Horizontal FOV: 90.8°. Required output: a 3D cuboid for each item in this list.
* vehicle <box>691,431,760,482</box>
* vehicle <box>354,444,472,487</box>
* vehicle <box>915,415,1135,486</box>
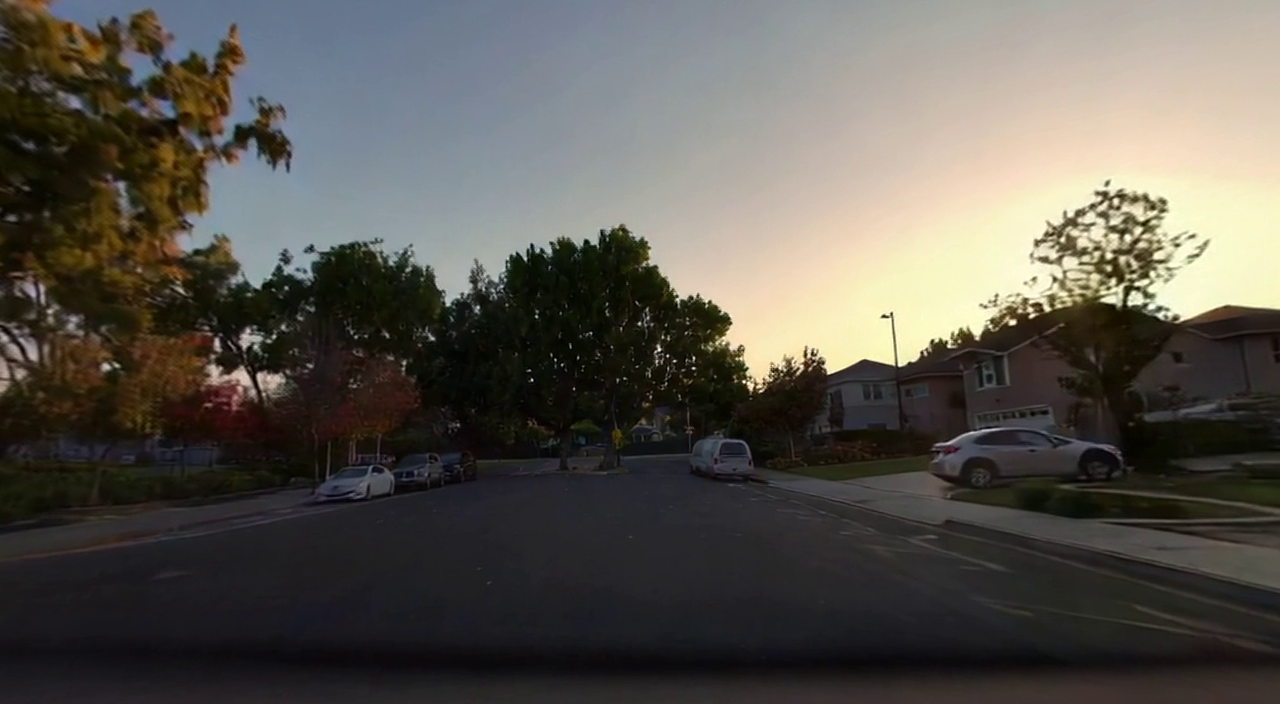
[{"bbox_3d":[3.457,4.360,26.494,2.051,1.925,4.625,0,-9,-2],"label":"vehicle"},{"bbox_3d":[-10.261,5.108,28.749,4.620,1.695,2.004,5,-11,-40],"label":"vehicle"},{"bbox_3d":[10.550,2.740,17.630,4.733,1.843,2.005,0,-9,1],"label":"vehicle"}]
